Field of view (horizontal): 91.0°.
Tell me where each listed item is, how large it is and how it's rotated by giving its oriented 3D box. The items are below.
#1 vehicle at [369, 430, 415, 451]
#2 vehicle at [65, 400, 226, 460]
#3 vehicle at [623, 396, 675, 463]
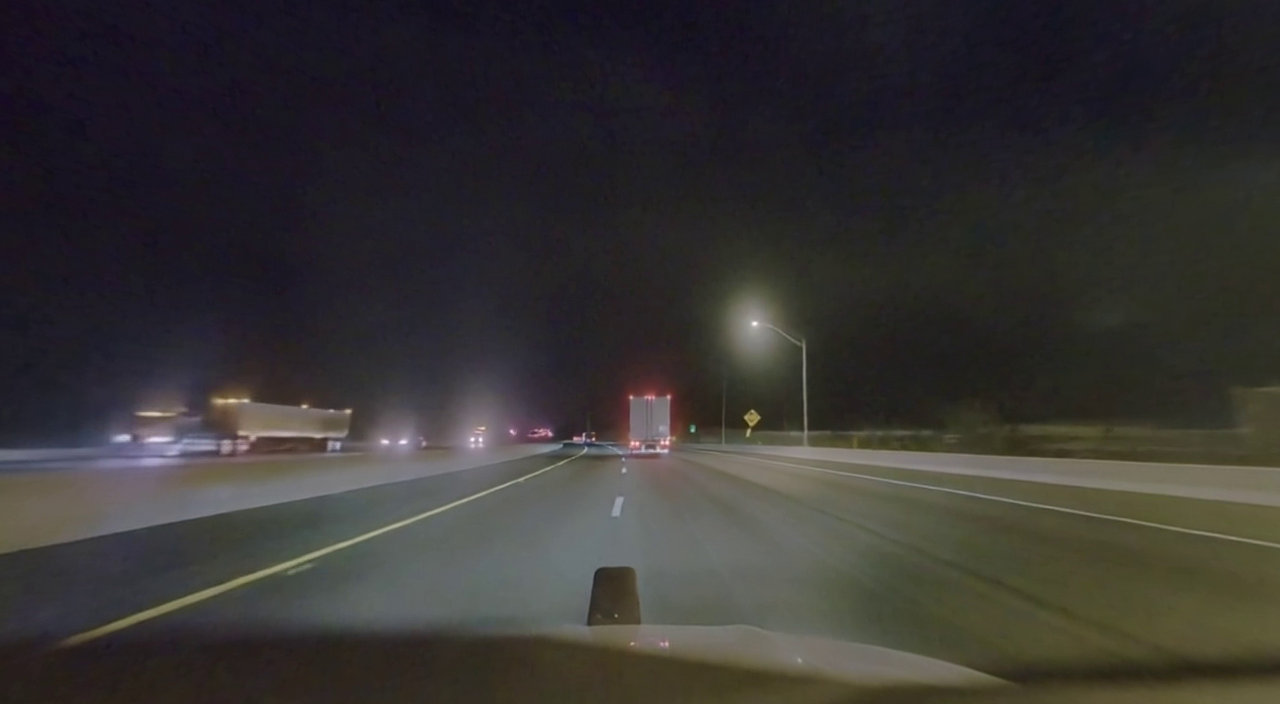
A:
[{"bbox_3d":[-18.769,6.719,47.763,1.810,1.522,4.275,0,-8,-2],"label":"vehicle"},{"bbox_3d":[-22.479,3.656,29.122,2.435,2.471,6.167,0,-8,-1],"label":"vehicle"},{"bbox_3d":[0.799,5.683,45.319,3.153,4.080,13.081,-1,-8,2],"label":"vehicle"}]
